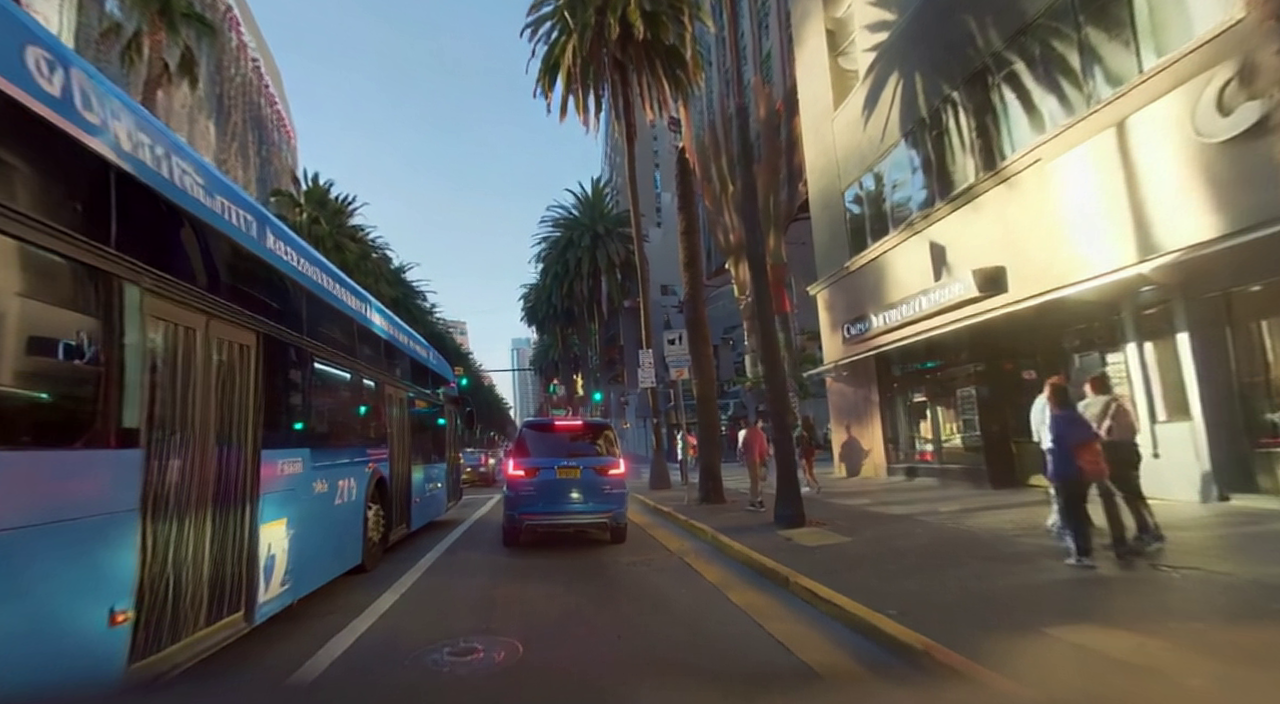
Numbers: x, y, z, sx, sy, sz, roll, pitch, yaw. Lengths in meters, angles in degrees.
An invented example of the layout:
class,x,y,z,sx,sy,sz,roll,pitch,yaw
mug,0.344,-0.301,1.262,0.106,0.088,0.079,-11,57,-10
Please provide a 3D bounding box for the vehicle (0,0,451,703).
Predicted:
class,x,y,z,sx,sy,sz,roll,pitch,yaw
vehicle,-4.088,0.493,5.062,2.863,3.233,11.573,1,-8,-7

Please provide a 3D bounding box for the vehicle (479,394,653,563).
class,x,y,z,sx,sy,sz,roll,pitch,yaw
vehicle,-1.249,1.770,9.495,2.002,1.907,4.211,2,-9,-11
